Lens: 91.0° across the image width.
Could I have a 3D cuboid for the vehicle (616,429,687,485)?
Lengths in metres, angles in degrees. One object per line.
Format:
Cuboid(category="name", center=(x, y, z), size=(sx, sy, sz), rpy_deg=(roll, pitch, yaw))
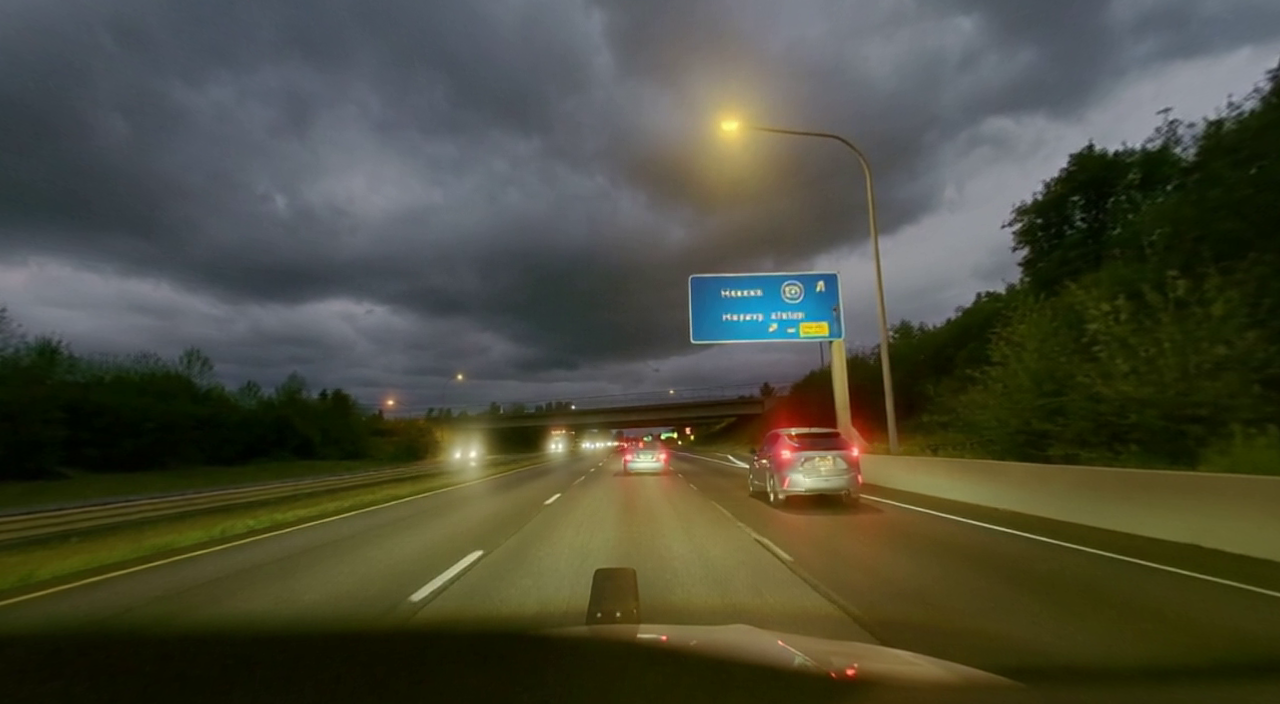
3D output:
Cuboid(category="vehicle", center=(0.272, 3.434, 20.842), size=(2.092, 1.636, 4.024), rpy_deg=(0, -8, -2))
